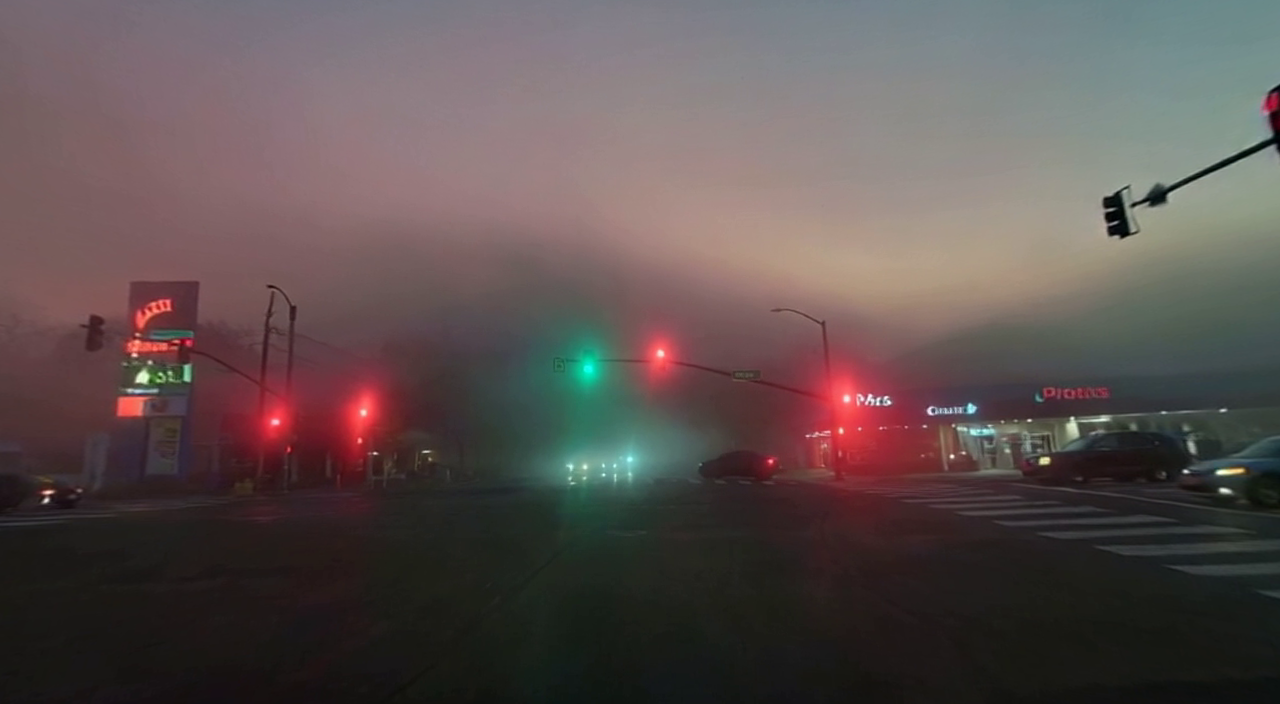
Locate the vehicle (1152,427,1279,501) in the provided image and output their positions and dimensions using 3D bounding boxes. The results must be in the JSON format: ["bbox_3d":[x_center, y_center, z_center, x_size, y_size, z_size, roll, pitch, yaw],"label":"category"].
[{"bbox_3d":[14.395,2.370,13.538,4.835,1.487,1.913,-3,-9,20],"label":"vehicle"}]

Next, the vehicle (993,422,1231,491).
[{"bbox_3d":[13.014,2.928,17.902,4.916,1.730,1.986,-4,-9,22],"label":"vehicle"}]

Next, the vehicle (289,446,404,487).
[{"bbox_3d":[-21.281,8.314,46.151,6.991,2.792,2.607,0,-8,-3],"label":"vehicle"}]

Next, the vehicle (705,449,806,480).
[{"bbox_3d":[5.891,5.763,32.709,4.728,1.468,2.083,-8,-12,44],"label":"vehicle"}]

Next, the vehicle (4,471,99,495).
[{"bbox_3d":[-39.838,8.853,42.834,4.464,1.469,1.908,0,-8,0],"label":"vehicle"}]
